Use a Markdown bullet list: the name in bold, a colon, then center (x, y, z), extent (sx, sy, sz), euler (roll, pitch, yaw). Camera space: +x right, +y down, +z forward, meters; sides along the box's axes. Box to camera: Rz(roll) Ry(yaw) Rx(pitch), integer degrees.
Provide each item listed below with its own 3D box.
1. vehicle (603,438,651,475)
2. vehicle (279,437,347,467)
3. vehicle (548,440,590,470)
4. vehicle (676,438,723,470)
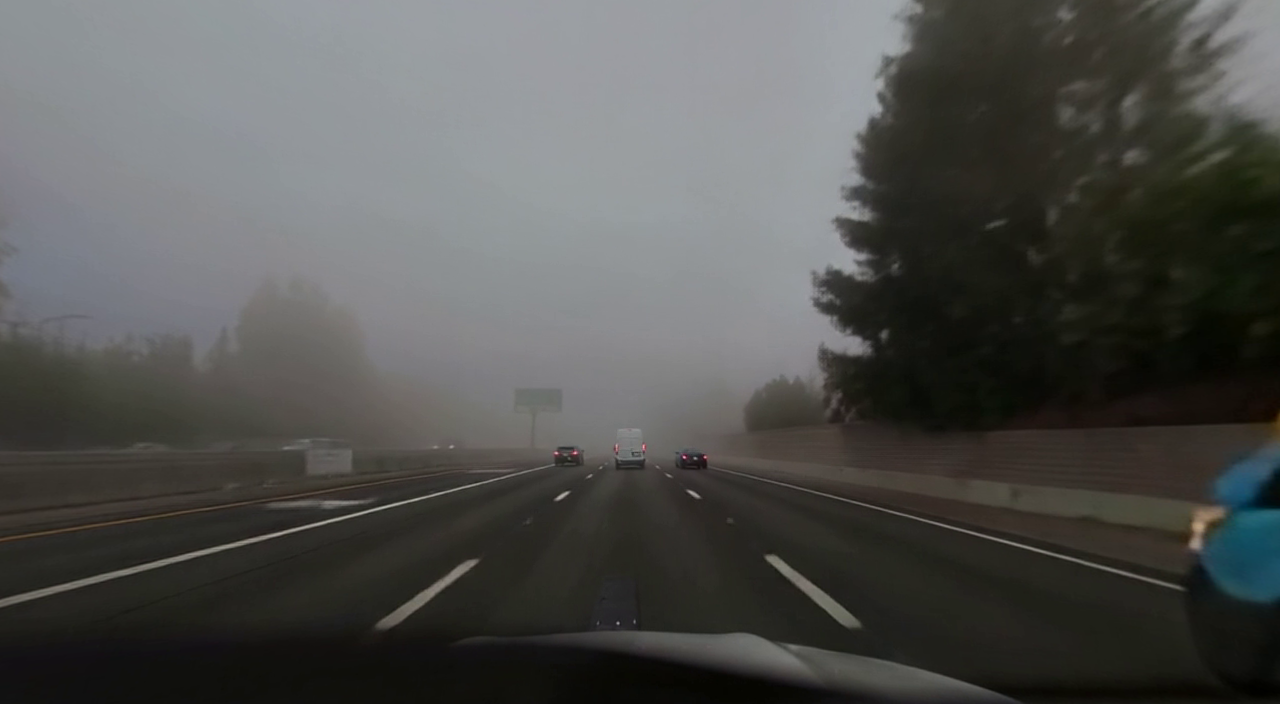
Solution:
- **vehicle**: center (-0.651, 5.373, 32.759), extent (2.297, 1.783, 4.355), euler (0, -8, -1)
- **vehicle**: center (-17.882, 5.488, 34.762), extent (1.875, 1.527, 3.520), euler (0, -8, -1)
- **vehicle**: center (-4.224, 6.182, 38.120), extent (2.023, 1.709, 4.263), euler (0, -8, 1)
- **vehicle**: center (3.353, 5.866, 36.544), extent (2.160, 1.759, 4.214), euler (0, -8, -2)
